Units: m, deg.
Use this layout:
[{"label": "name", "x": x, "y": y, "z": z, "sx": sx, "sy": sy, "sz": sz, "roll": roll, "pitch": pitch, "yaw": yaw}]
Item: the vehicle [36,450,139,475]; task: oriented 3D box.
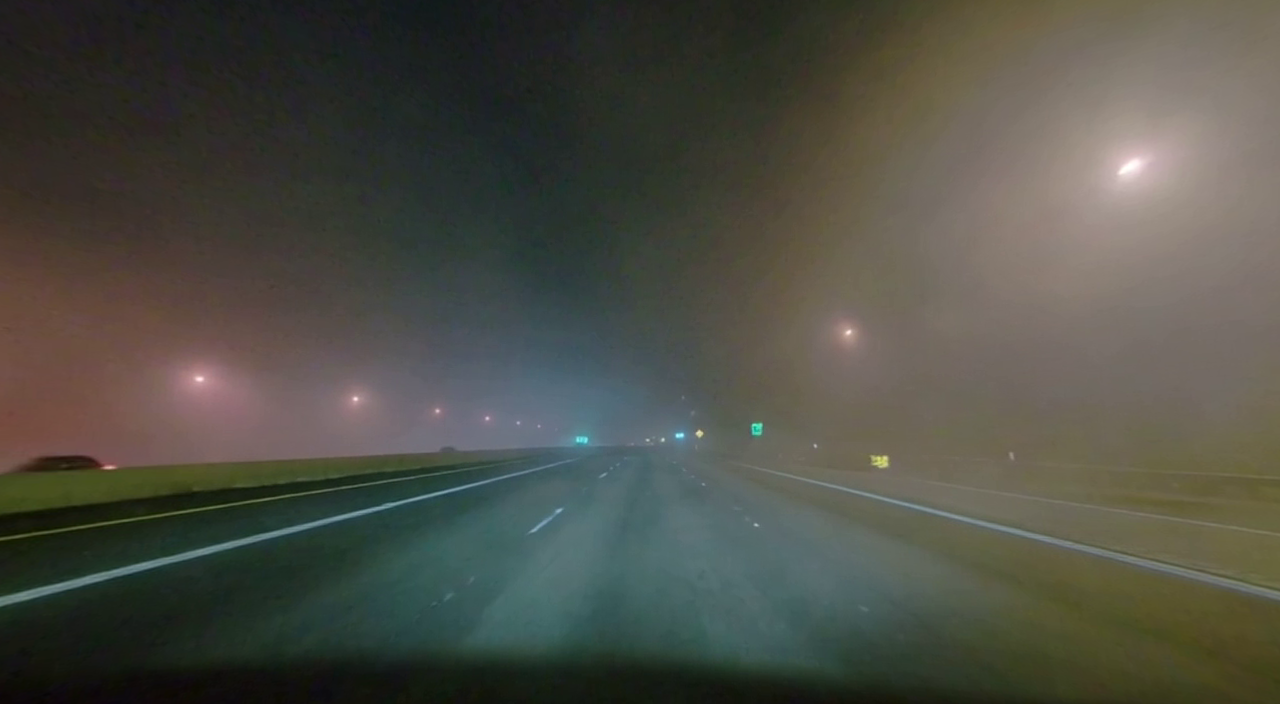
[{"label": "vehicle", "x": -25.062, "y": 4.997, "z": 28.743, "sx": 1.572, "sy": 1.012, "sz": 3.433, "roll": 0, "pitch": -8, "yaw": 1}]
